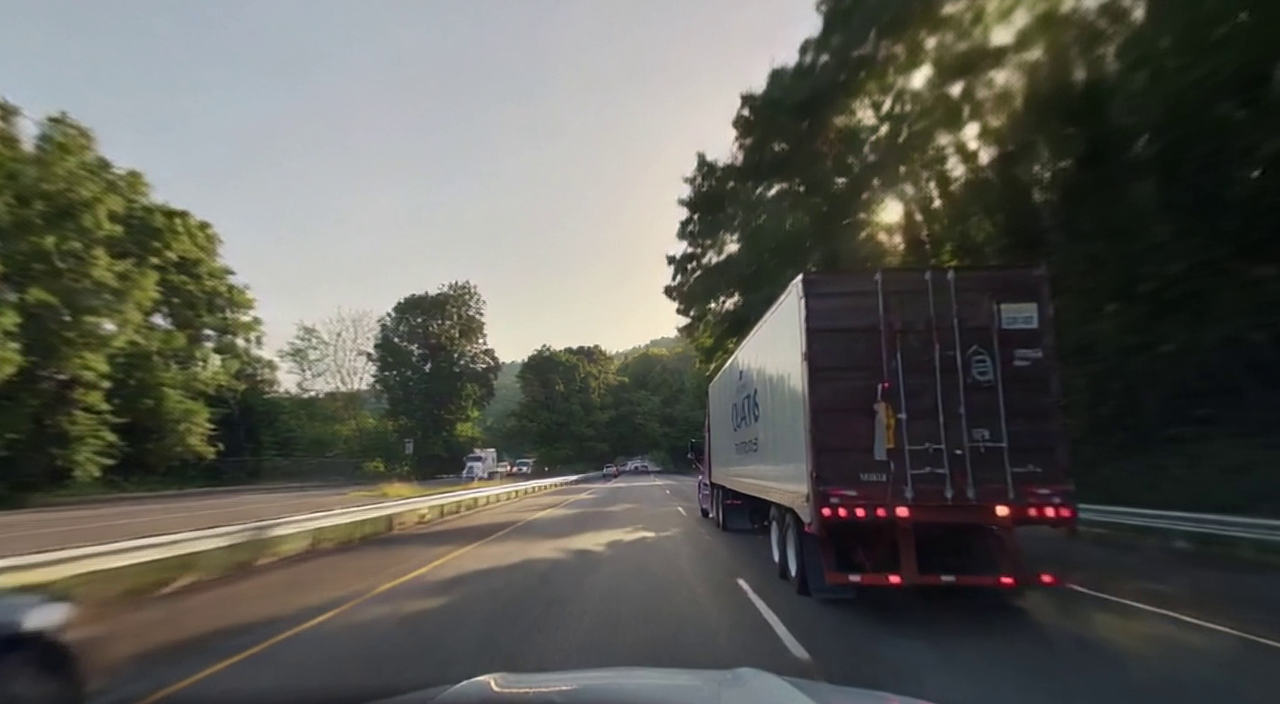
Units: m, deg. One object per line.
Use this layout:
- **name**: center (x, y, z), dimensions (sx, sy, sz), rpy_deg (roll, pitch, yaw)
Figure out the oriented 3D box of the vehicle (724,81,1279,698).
- **vehicle**: center (3.446, 1.034, 9.363), dimensions (2.871, 4.032, 10.642), rpy_deg (1, -10, 0)
